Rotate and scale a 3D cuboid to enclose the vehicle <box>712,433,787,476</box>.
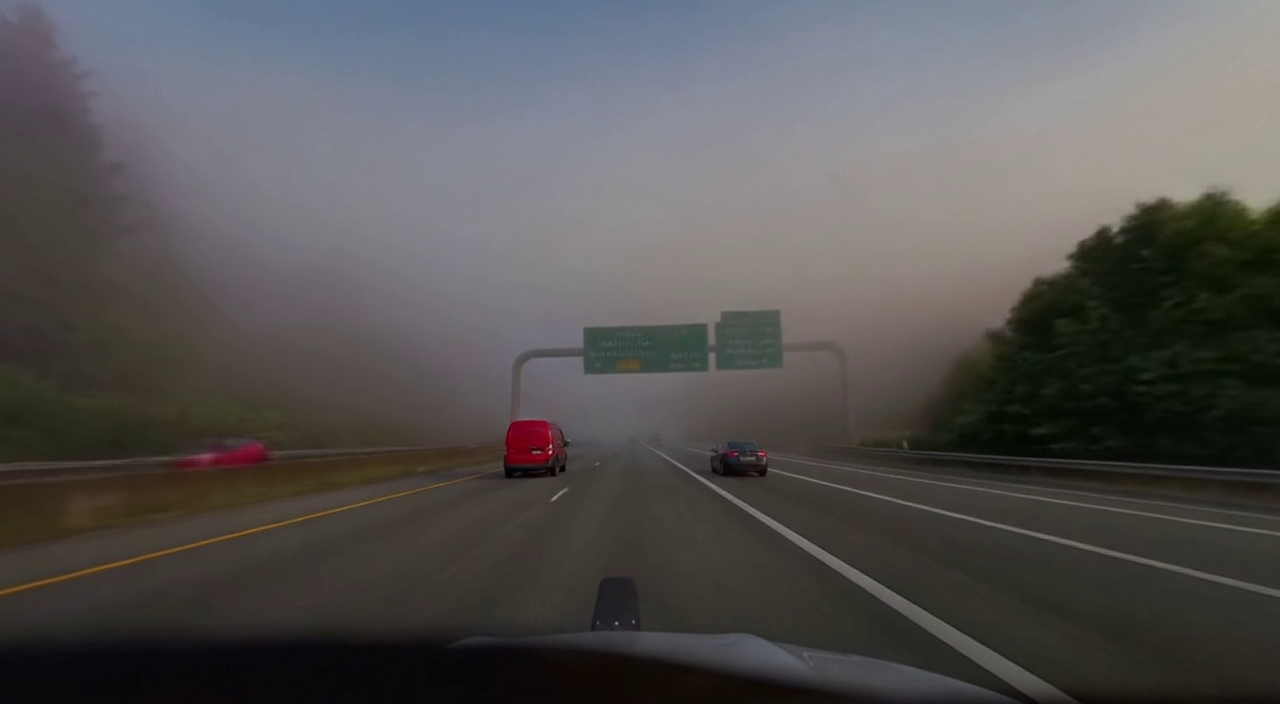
[{"bbox_3d":[3.988,3.781,23.640,2.020,1.464,3.803,0,-7,-2],"label":"vehicle"}]

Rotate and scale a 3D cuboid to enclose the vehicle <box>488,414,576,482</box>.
[{"bbox_3d":[-3.580,3.291,21.992,2.275,2.053,5.082,0,-7,-2],"label":"vehicle"}]
